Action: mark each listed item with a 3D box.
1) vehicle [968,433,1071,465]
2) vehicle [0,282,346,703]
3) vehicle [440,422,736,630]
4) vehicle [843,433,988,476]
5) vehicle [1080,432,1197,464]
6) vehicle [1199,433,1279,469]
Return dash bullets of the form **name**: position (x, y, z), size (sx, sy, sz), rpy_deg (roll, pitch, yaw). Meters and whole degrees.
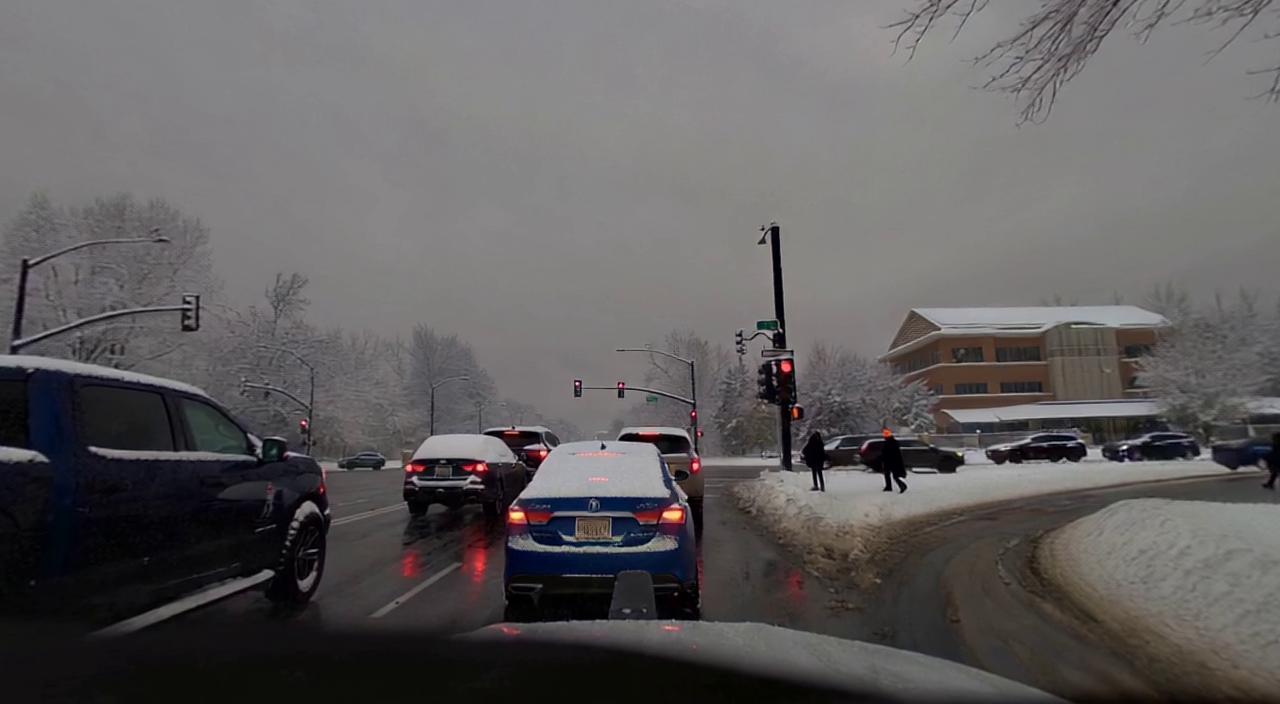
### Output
- **vehicle**: position (21.974, 5.644, 36.656), size (4.529, 1.786, 2.110), rpy_deg (0, -9, 2)
- **vehicle**: position (-3.690, 0.752, 2.850), size (2.202, 1.961, 4.980), rpy_deg (0, -9, 1)
- **vehicle**: position (-0.367, 1.600, 6.869), size (2.144, 1.497, 4.446), rpy_deg (0, -9, 0)
- **vehicle**: position (11.167, 4.216, 25.966), size (5.192, 1.620, 2.072), rpy_deg (-3, -9, 19)
- **vehicle**: position (28.931, 5.570, 36.718), size (4.967, 1.794, 2.044), rpy_deg (0, -9, 2)
- **vehicle**: position (26.845, 4.183, 26.657), size (4.516, 1.469, 1.866), rpy_deg (0, -9, 1)
